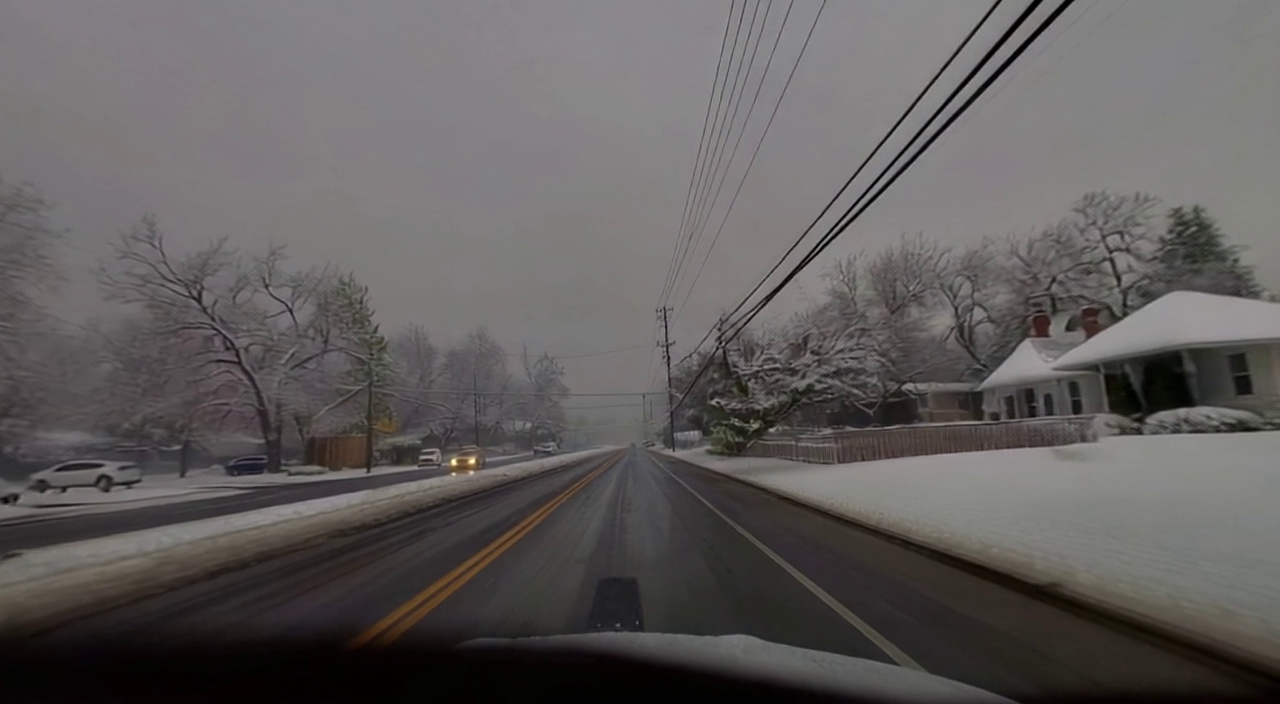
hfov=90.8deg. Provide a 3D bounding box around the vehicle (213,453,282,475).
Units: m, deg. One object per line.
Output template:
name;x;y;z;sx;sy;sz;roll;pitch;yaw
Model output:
vehicle;-29.129;8.300;46.908;3.792;1.495;1.950;0;-9;2

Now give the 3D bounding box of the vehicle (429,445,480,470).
vehicle;-12.538;7.158;43.062;2.055;1.505;4.703;-1;-9;0

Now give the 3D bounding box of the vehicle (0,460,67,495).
vehicle;-29.283;5.777;29.174;3.723;1.479;1.950;0;-9;1

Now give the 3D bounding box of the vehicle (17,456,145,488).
vehicle;-28.280;6.070;32.073;4.599;1.533;2.029;0;-9;3
